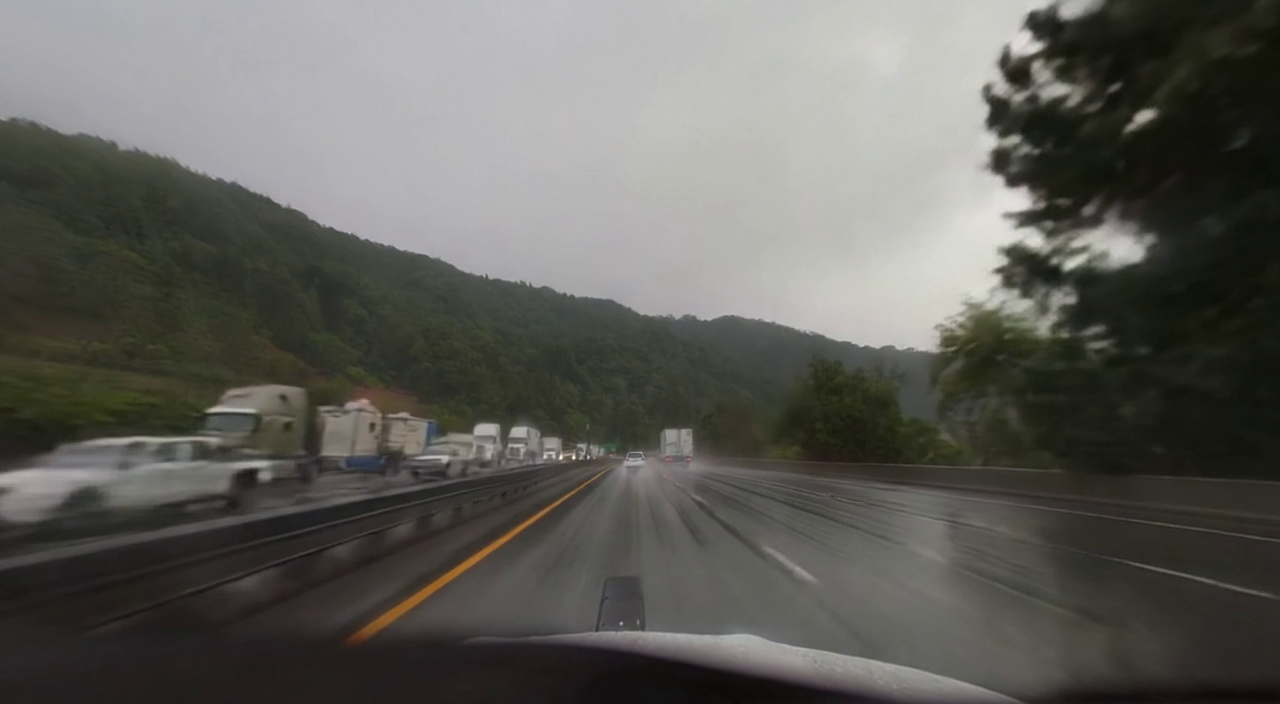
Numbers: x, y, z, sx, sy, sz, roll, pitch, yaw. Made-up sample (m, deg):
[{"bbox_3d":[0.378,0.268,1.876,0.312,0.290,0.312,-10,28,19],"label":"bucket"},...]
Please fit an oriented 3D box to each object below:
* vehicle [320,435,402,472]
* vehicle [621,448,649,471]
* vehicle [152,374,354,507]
[{"bbox_3d":[-12.684,4.652,28.971,2.082,1.570,3.684,0,-9,0],"label":"vehicle"},{"bbox_3d":[-0.410,8.456,49.886,2.137,1.689,4.051,0,-9,-1],"label":"vehicle"},{"bbox_3d":[-12.752,3.048,21.627,2.948,3.877,6.066,0,-9,-1],"label":"vehicle"}]
